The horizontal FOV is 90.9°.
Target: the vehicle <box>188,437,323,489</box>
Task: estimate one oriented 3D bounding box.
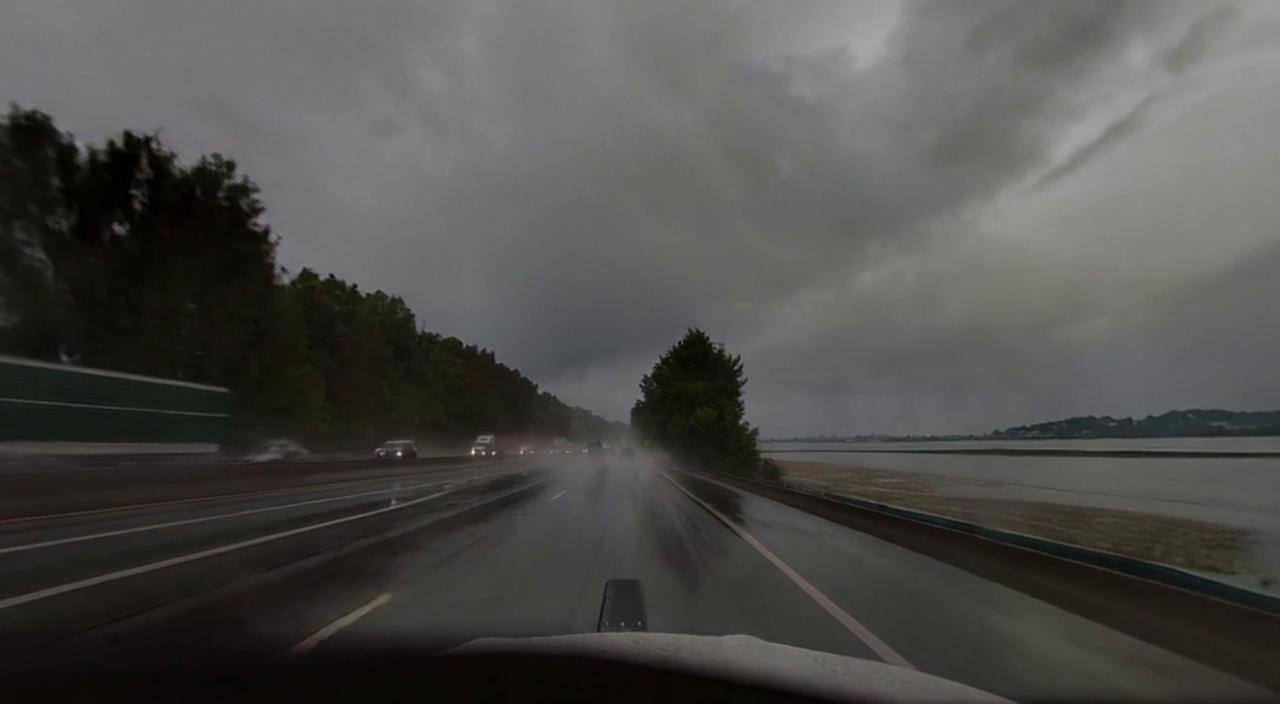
[{"bbox_3d":[-14.162,4.109,23.609,2.037,1.711,4.611,0,-9,1],"label":"vehicle"}]

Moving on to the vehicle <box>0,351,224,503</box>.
[{"bbox_3d":[-19.053,2.315,19.076,2.936,4.098,14.293,2,-9,1],"label":"vehicle"}]

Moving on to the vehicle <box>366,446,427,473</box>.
[{"bbox_3d":[-14.314,6.328,37.333,1.846,1.517,4.301,0,-9,0],"label":"vehicle"}]
